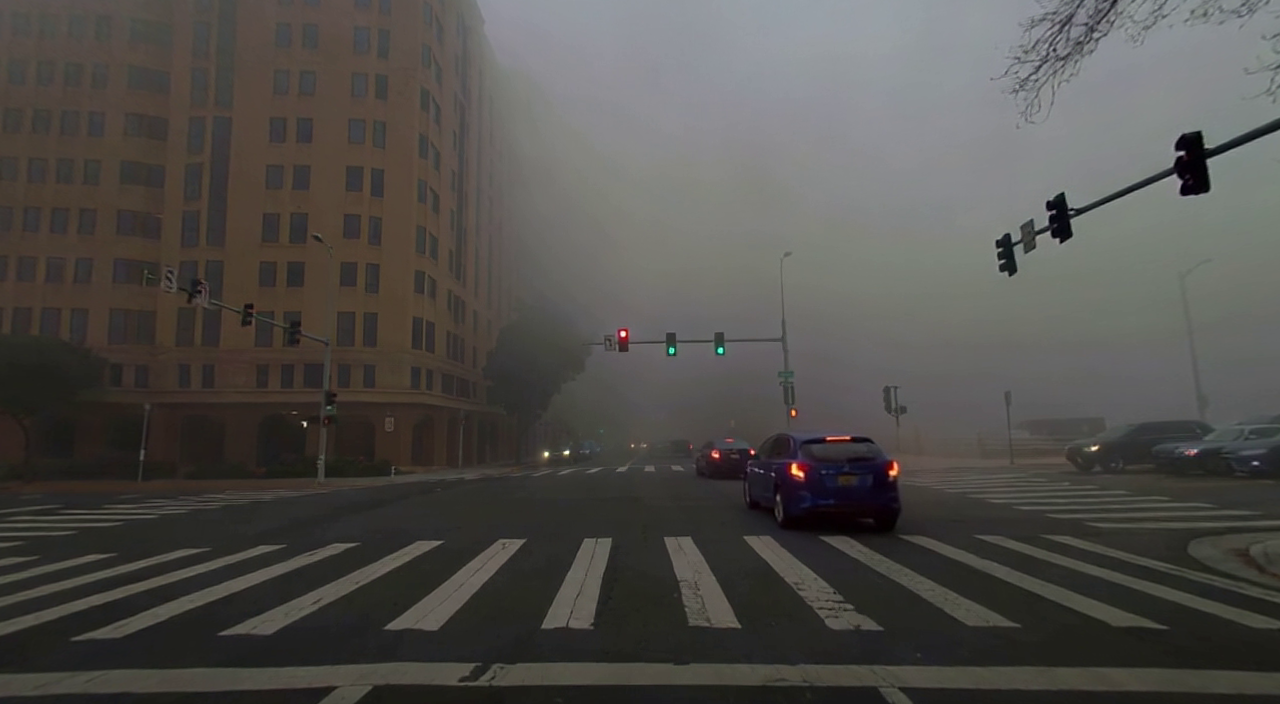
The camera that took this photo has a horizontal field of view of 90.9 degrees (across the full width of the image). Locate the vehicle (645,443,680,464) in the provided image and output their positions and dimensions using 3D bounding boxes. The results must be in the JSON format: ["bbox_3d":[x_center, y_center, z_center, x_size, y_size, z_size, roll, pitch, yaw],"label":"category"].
[{"bbox_3d":[1.513,7.125,44.532,2.040,1.421,4.550,0,-8,-3],"label":"vehicle"}]

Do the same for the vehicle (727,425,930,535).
[{"bbox_3d":[2.875,2.066,10.809,2.039,1.470,4.355,0,-8,-1],"label":"vehicle"}]

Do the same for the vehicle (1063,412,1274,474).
[{"bbox_3d":[16.910,2.938,20.407,4.802,1.860,2.146,0,-8,1],"label":"vehicle"}]
